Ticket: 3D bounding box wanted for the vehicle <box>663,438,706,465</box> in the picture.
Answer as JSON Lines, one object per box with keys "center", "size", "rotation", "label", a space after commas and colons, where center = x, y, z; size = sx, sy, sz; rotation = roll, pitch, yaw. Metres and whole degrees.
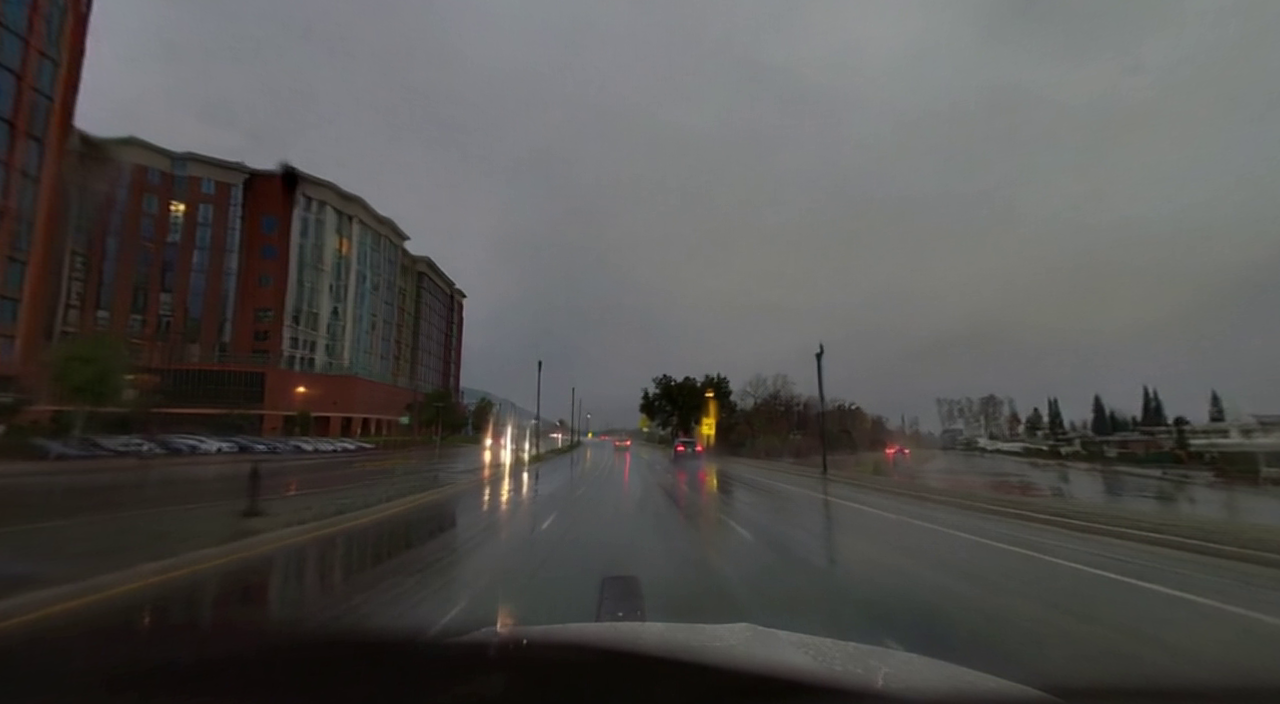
{"center": [2.644, 6.025, 38.500], "size": [2.090, 1.506, 4.382], "rotation": [0, -8, -3], "label": "vehicle"}
